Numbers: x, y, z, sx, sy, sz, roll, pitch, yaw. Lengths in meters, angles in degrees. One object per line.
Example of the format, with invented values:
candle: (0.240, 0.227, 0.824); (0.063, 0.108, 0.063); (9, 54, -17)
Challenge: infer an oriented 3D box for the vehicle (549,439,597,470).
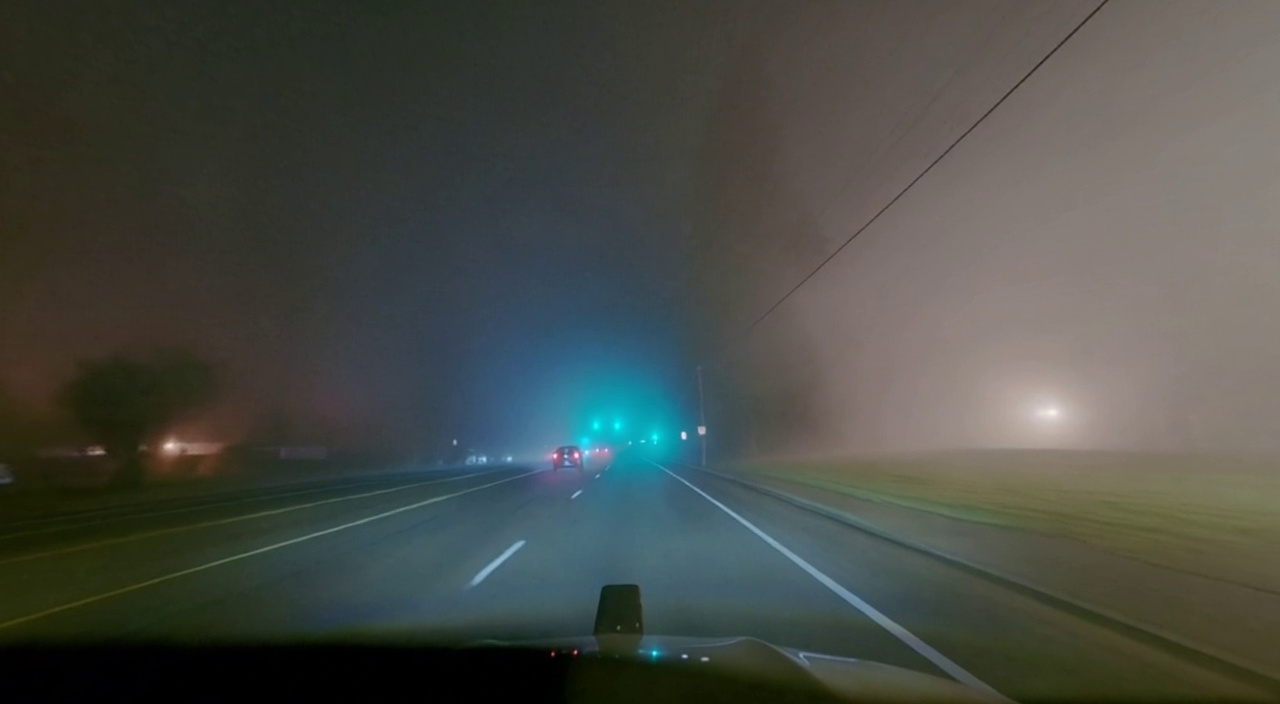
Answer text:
vehicle: (-3.379, 5.272, 32.719); (2.030, 1.467, 4.251); (0, -8, 0)

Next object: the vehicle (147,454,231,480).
vehicle: (-28.696, 7.292, 40.252); (3.814, 1.512, 1.948); (0, -8, 2)
